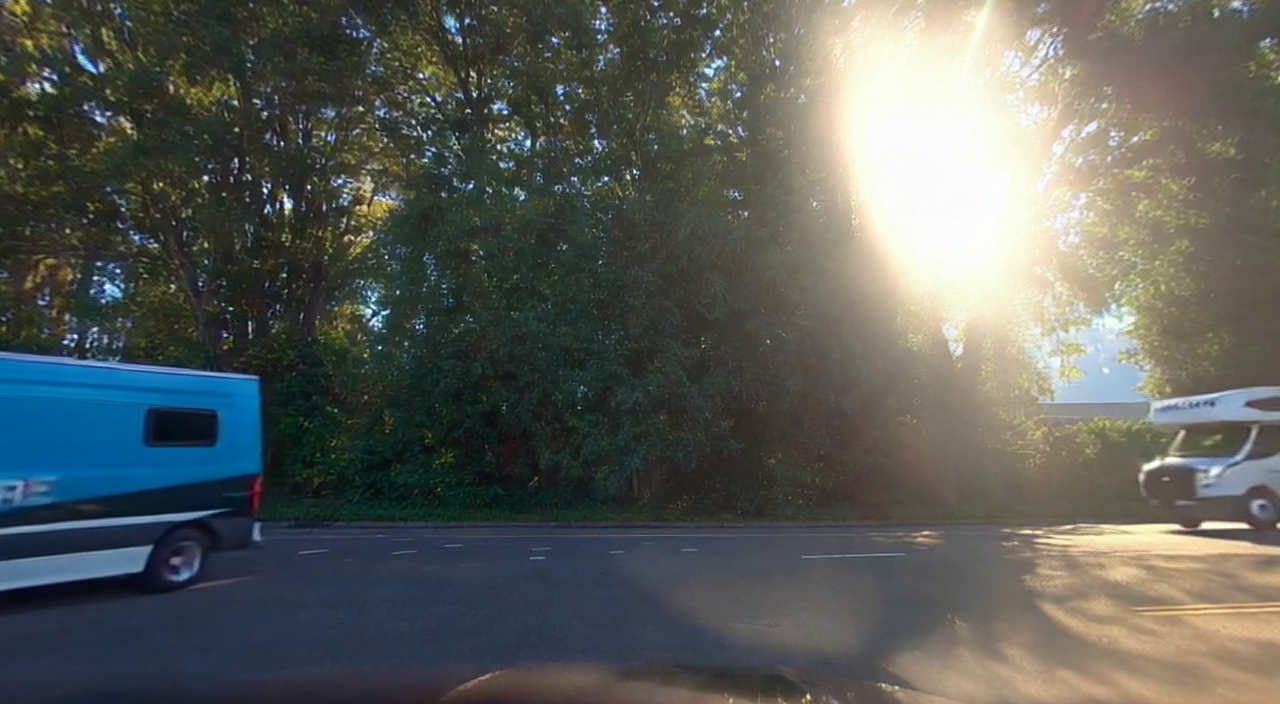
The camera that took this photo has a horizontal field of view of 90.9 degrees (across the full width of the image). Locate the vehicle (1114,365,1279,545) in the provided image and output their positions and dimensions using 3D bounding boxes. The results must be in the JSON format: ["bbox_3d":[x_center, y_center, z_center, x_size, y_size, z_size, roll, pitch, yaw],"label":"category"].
[{"bbox_3d":[14.928,2.074,12.944,8.152,3.185,2.776,0,-9,-3],"label":"vehicle"}]

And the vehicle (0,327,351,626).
[{"bbox_3d":[-6.221,1.101,5.795,2.247,2.424,5.923,-9,-12,44],"label":"vehicle"}]
